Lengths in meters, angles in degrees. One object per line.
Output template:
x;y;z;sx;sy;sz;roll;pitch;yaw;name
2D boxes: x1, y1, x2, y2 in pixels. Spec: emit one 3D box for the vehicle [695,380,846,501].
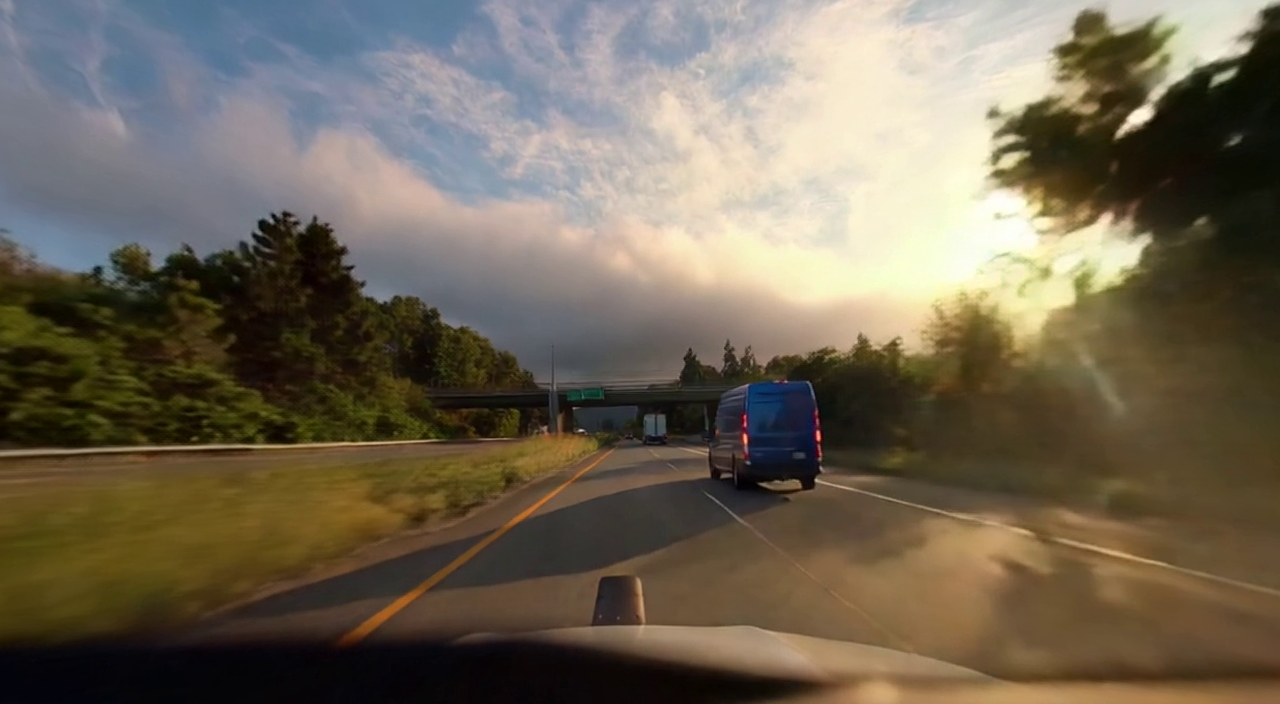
3.078;2.309;16.705;2.570;2.596;6.082;0;-8;-1;vehicle
